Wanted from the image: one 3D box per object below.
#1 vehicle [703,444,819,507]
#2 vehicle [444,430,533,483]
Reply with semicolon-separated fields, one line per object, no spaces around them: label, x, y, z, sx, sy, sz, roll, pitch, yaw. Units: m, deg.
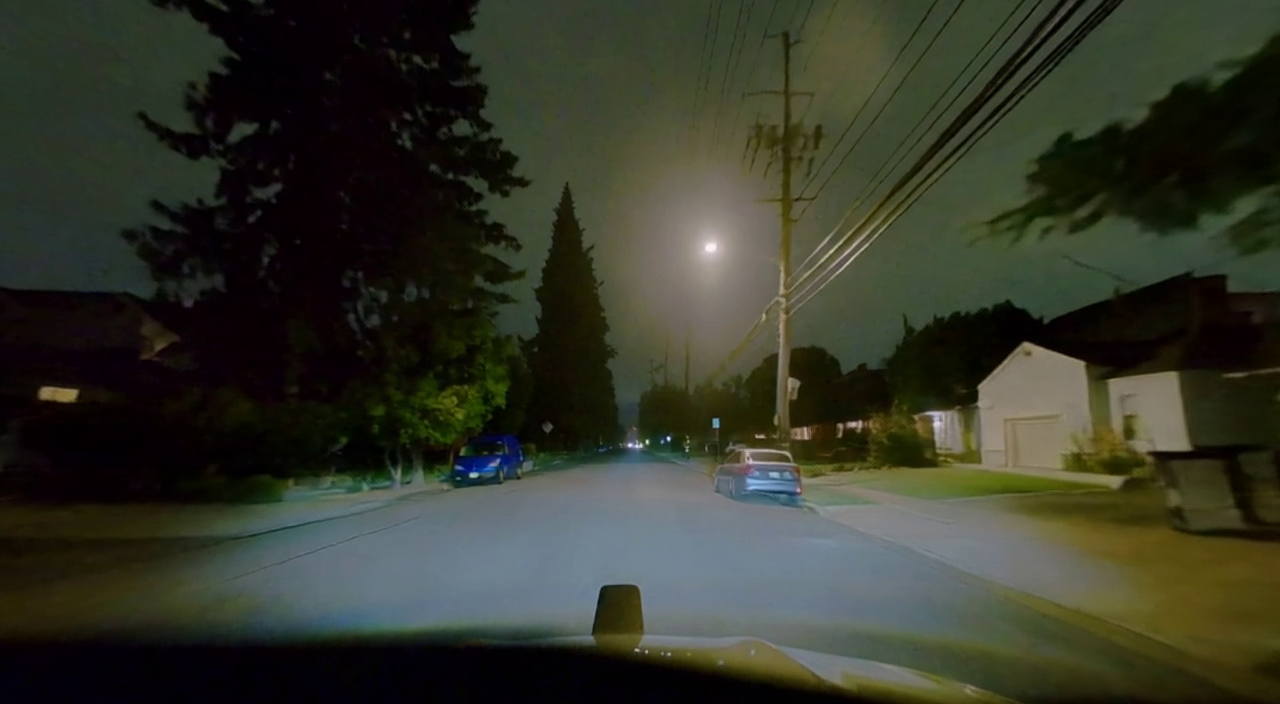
vehicle;3.075;3.233;17.109;1.944;1.439;4.500;1;-8;-4
vehicle;-6.020;4.227;25.831;2.263;1.915;5.071;-1;-9;1
